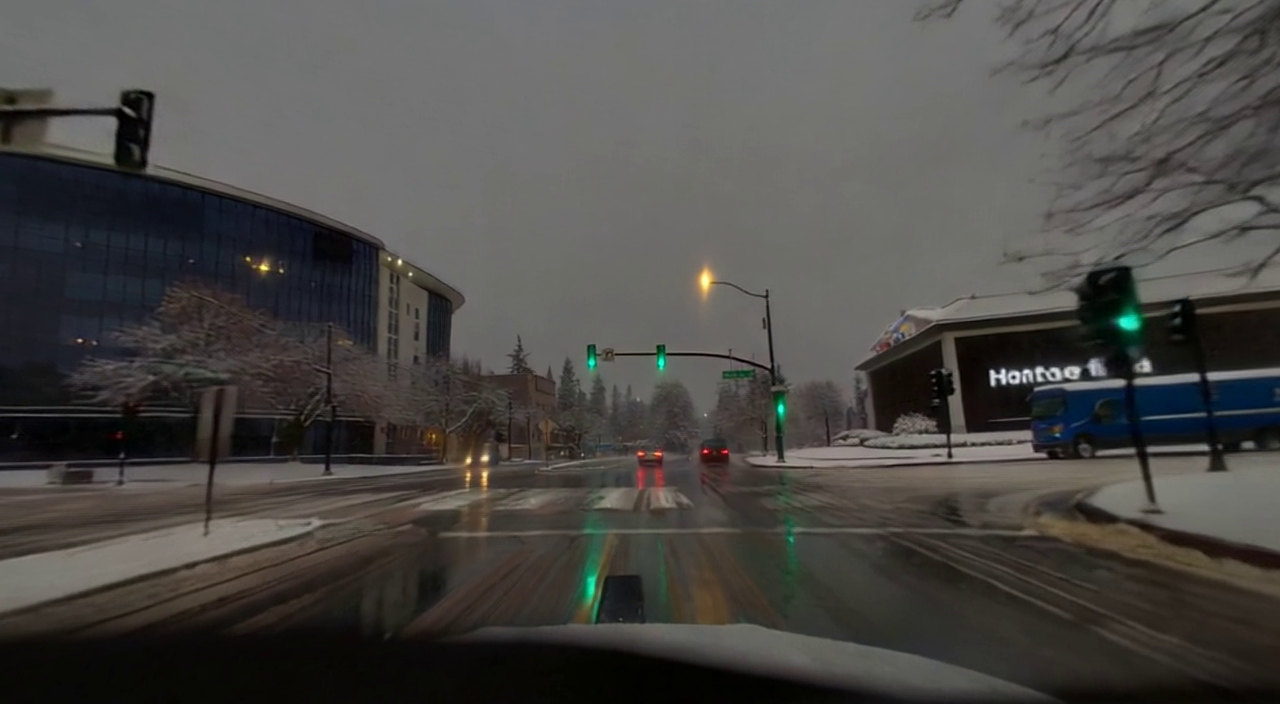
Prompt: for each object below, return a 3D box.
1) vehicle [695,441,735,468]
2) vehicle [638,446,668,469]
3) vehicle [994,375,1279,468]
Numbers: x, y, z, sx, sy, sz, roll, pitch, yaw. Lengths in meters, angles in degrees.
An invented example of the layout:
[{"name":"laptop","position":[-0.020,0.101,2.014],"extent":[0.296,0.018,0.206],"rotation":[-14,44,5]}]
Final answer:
[{"name":"vehicle","position":[5.063,6.990,43.086],"extent":[2.174,1.749,4.739],"rotation":[0,-9,1]},{"name":"vehicle","position":[1.014,7.720,46.224],"extent":[2.014,1.525,4.197],"rotation":[0,-9,4]},{"name":"vehicle","position":[21.055,2.904,25.733],"extent":[10.893,3.534,3.195],"rotation":[-1,-9,5]}]
